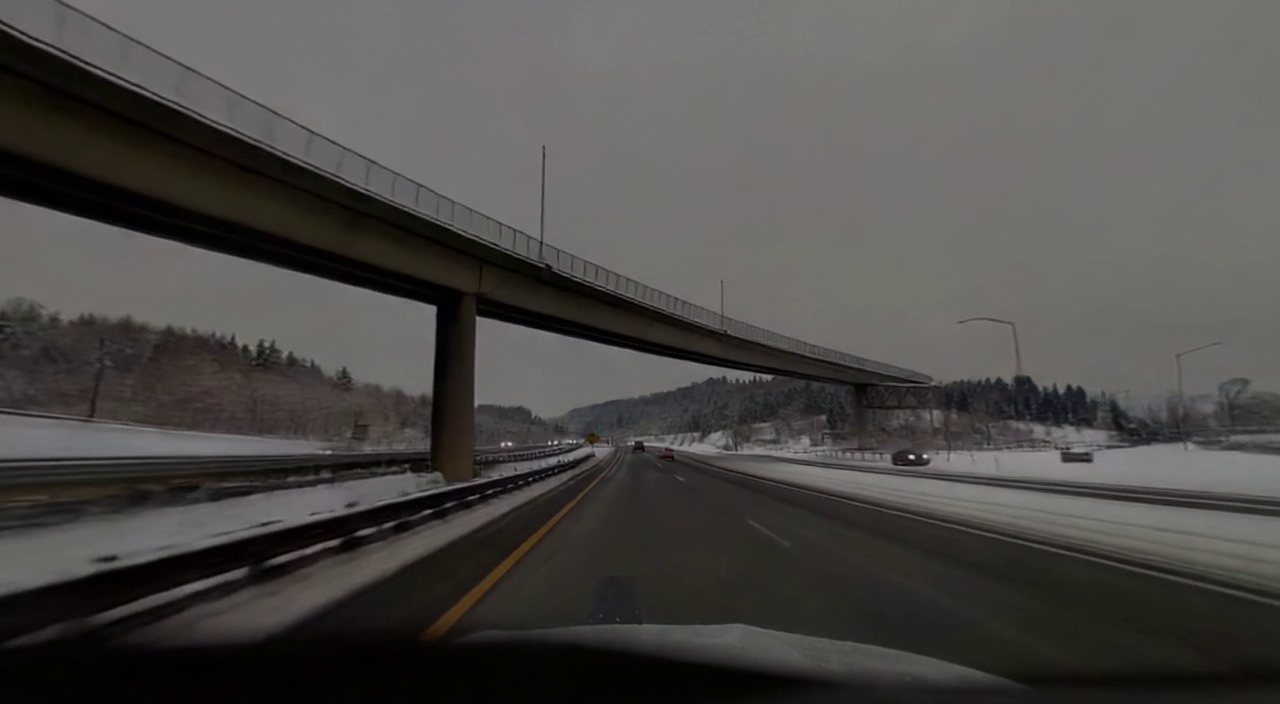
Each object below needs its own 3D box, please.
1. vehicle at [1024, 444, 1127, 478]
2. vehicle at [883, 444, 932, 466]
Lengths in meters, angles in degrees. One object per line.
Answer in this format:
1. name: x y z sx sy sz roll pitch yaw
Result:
1. vehicle: 21.153 5.296 30.956 1.885 1.510 4.372 0 -9 0
2. vehicle: 20.721 7.976 49.074 1.924 1.594 4.293 -1 -8 0
